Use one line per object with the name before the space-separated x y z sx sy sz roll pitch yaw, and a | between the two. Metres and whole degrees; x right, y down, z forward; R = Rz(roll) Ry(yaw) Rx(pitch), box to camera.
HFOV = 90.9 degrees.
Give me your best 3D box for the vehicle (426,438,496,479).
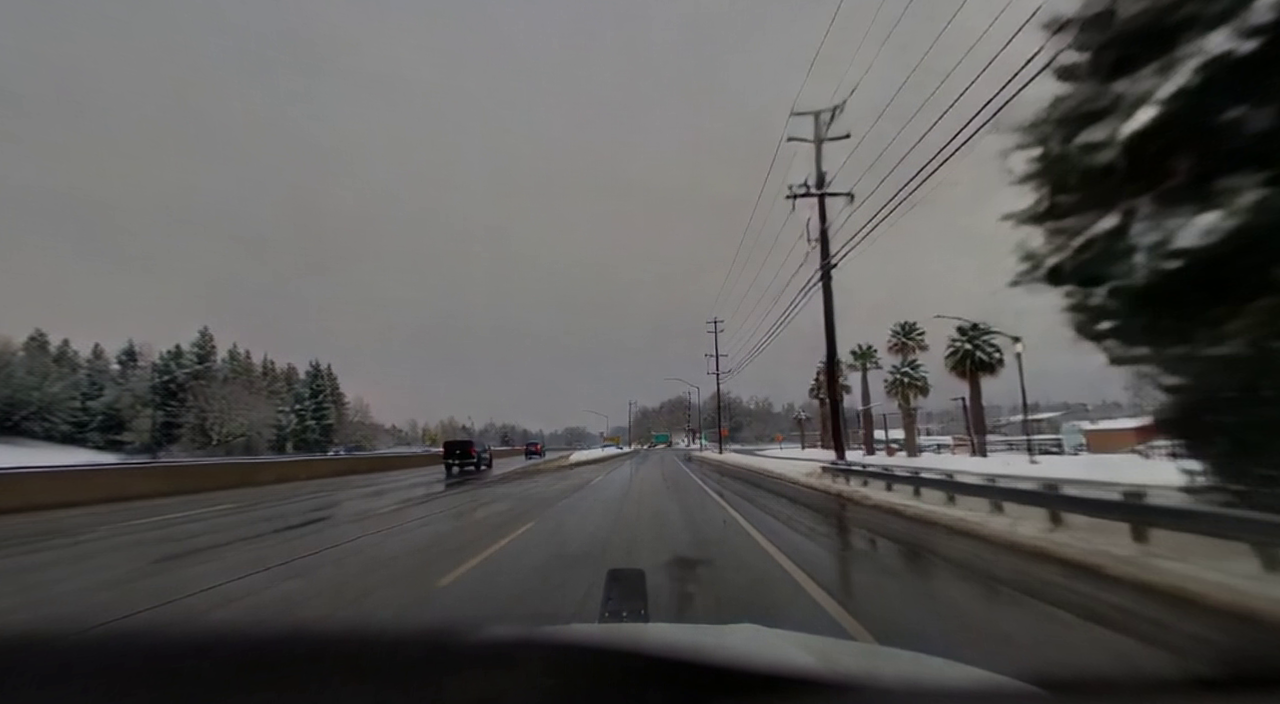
vehicle | -7.603 4.569 27.218 2.029 1.609 3.935 0 -8 -3
